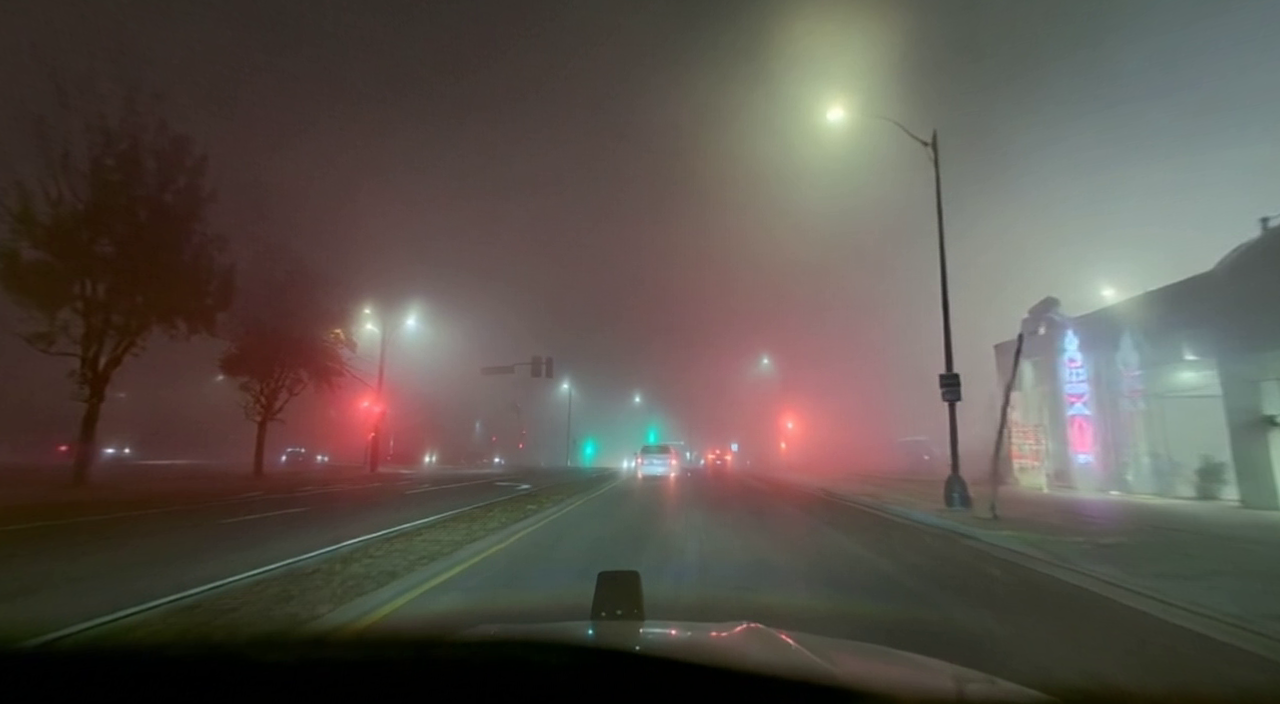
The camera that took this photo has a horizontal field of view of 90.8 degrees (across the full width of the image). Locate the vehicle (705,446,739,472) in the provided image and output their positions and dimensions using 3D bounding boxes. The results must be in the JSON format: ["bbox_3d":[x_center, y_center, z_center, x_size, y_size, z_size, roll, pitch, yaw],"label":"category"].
[{"bbox_3d":[6.242,8.160,48.539,2.092,1.851,4.913,0,-9,2],"label":"vehicle"}]

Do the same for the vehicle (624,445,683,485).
[{"bbox_3d":[0.643,4.495,25.470,2.173,1.479,4.264,-1,-9,4],"label":"vehicle"}]
